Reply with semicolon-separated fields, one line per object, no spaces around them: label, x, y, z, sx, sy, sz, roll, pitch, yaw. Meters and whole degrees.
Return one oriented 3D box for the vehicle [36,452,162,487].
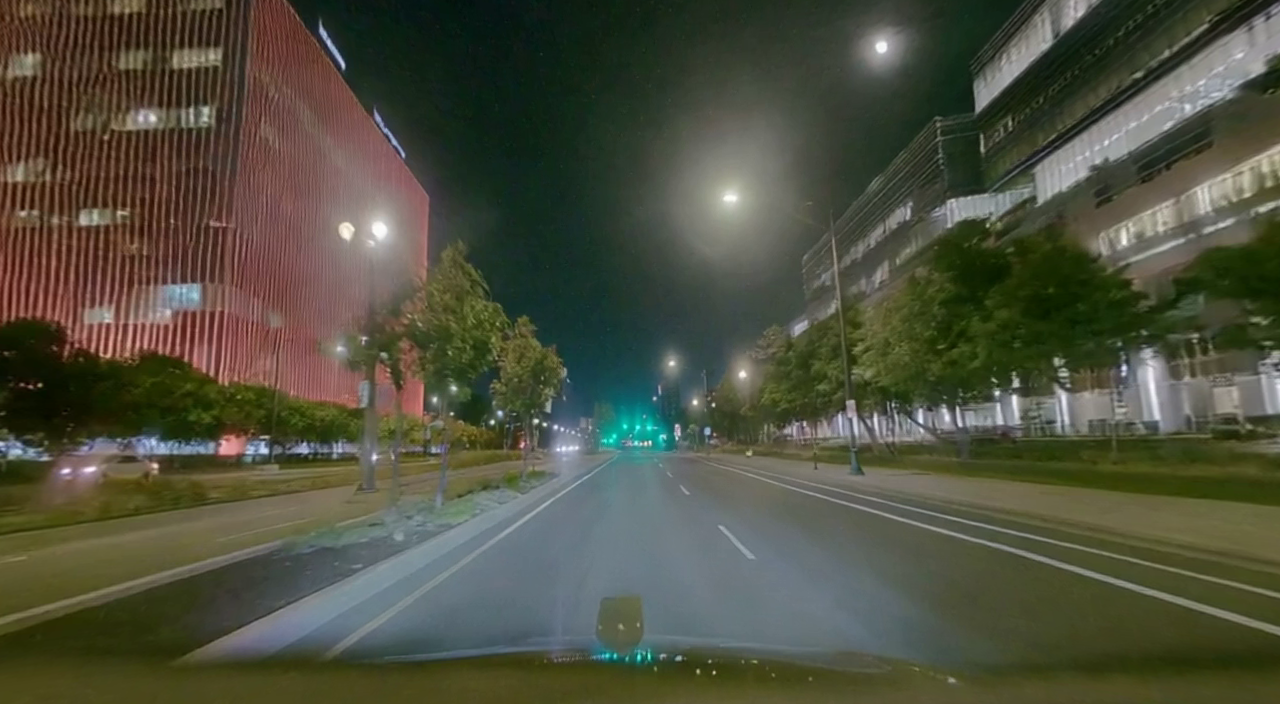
vehicle;-26.453;5.735;31.140;2.002;1.568;4.692;0;-9;1
